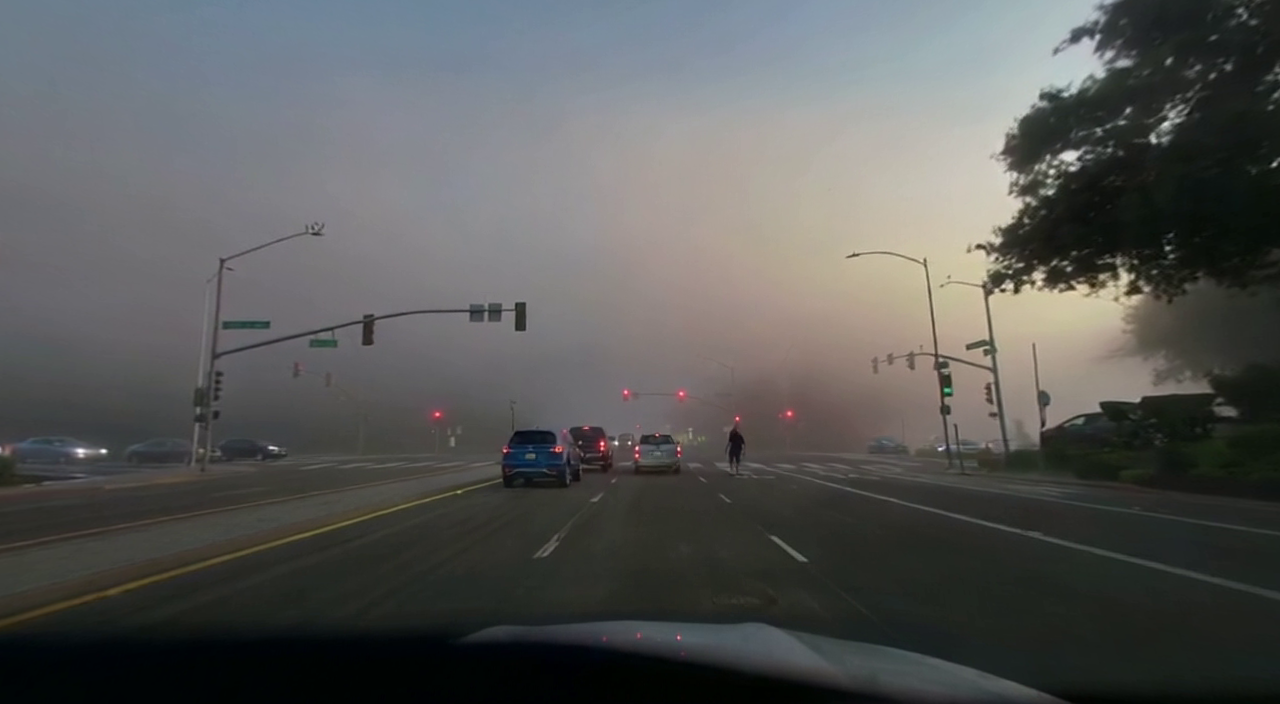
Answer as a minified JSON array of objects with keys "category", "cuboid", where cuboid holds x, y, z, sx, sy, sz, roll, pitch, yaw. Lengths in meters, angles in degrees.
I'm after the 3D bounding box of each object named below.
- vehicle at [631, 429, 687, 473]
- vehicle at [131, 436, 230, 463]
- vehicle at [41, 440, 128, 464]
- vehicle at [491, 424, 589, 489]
[{"category":"vehicle","cuboid":[0.777,4.249,27.183,2.204,1.738,4.690,0,-8,0]},{"category":"vehicle","cuboid":[-30.637,6.507,41.949,4.956,1.737,2.135,0,-8,2]},{"category":"vehicle","cuboid":[-37.439,6.743,42.365,4.170,1.551,1.816,0,-9,4]},{"category":"vehicle","cuboid":[-2.849,3.114,19.022,2.006,1.707,4.448,-1,-8,3]}]
